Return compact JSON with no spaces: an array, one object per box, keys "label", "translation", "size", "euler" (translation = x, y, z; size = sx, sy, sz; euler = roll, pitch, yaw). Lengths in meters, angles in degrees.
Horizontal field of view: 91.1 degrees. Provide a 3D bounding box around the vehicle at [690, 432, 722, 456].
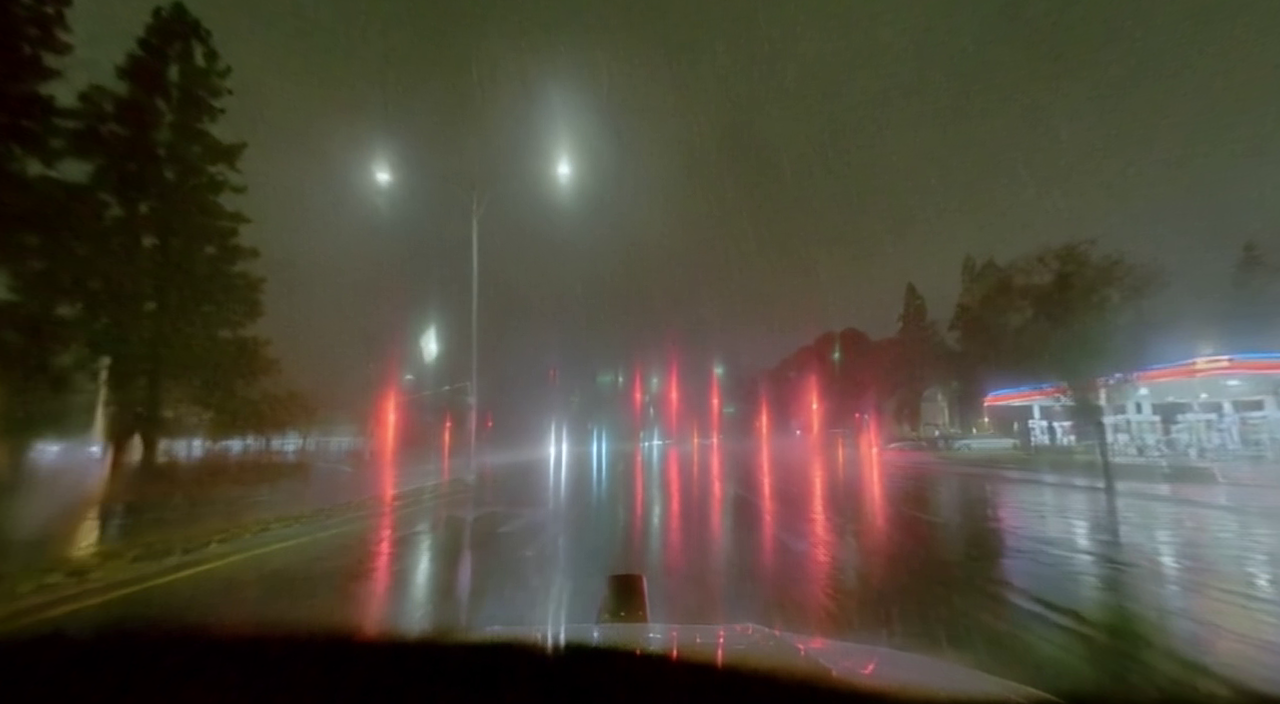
[{"label":"vehicle","translation":[5.101,7.212,49.233],"size":[2.090,1.717,4.063],"euler":[0,-8,0]}]
